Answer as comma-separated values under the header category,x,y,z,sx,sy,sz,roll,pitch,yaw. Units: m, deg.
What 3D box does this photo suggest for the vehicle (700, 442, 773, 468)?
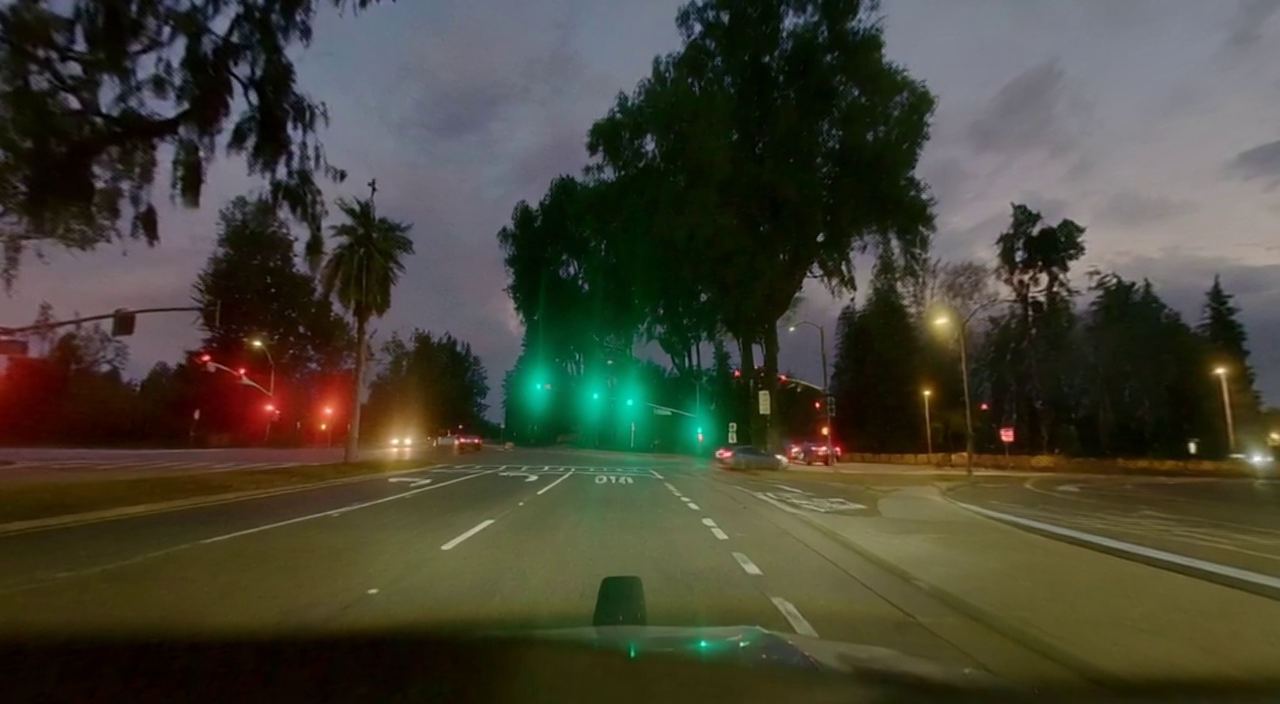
category,x,y,z,sx,sy,sz,roll,pitch,yaw
vehicle,6.680,7.131,43.883,4.605,1.665,1.888,2,-9,-12
